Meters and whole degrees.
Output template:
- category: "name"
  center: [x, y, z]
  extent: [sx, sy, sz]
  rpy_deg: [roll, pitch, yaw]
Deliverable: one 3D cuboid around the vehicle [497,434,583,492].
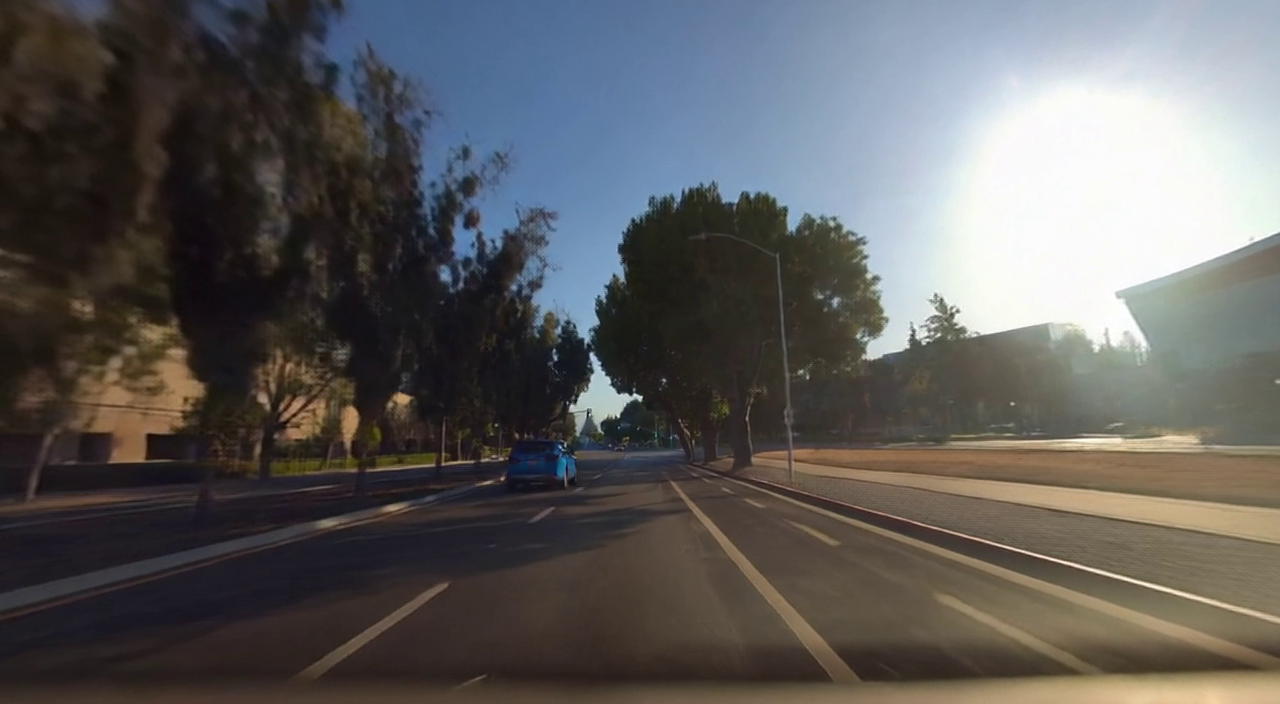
- category: "vehicle"
  center: [-3.217, 3.660, 21.232]
  extent: [2.121, 1.724, 4.392]
  rpy_deg: [0, -9, 1]
